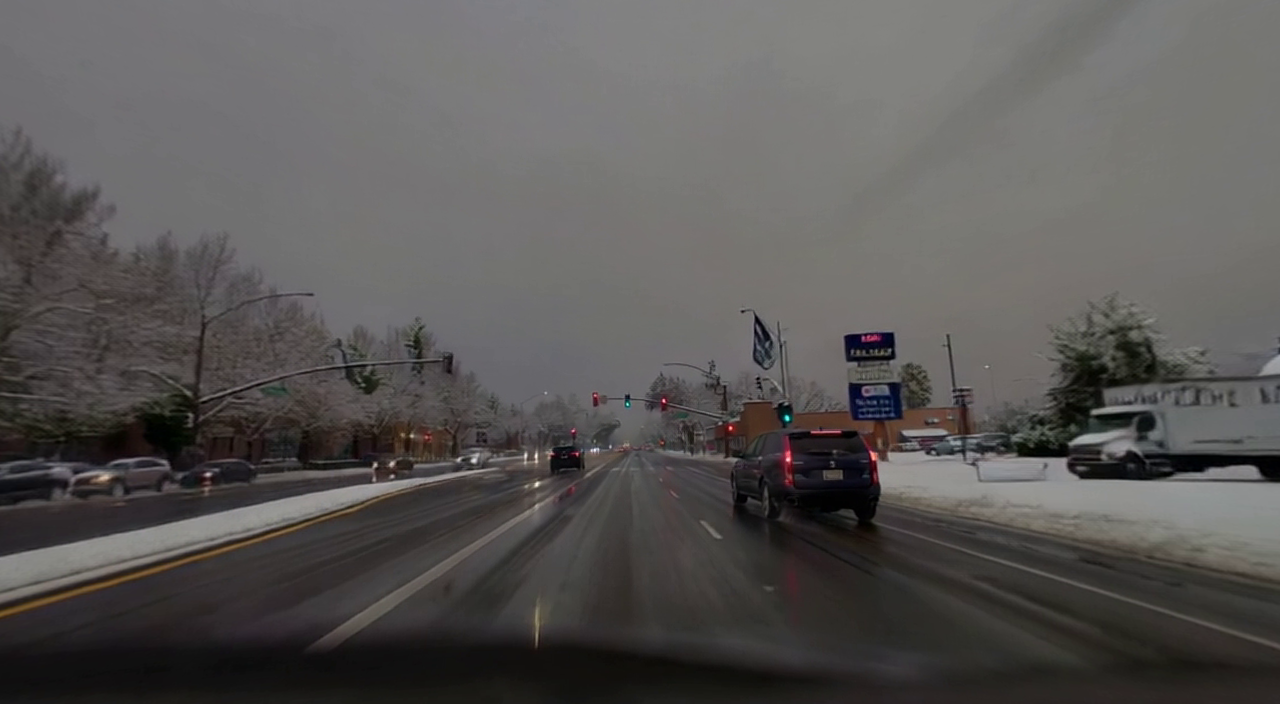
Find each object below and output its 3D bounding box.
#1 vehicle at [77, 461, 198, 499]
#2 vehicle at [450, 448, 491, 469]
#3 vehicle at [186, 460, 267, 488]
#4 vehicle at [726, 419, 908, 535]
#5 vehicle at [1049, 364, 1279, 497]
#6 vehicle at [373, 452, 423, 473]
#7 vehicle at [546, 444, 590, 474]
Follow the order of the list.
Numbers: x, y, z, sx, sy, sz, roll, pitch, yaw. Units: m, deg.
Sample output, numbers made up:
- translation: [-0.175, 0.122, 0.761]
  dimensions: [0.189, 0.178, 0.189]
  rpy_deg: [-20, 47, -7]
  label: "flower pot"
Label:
- translation: [-23.237, 5.887, 29.503]
  dimensions: [1.997, 1.434, 4.569]
  rpy_deg: [-2, -9, -1]
  label: "vehicle"
- translation: [-13.176, 8.276, 49.330]
  dimensions: [1.963, 1.545, 4.320]
  rpy_deg: [0, -9, 0]
  label: "vehicle"
- translation: [-23.369, 6.882, 35.875]
  dimensions: [1.752, 1.430, 4.078]
  rpy_deg: [-1, -9, 2]
  label: "vehicle"
- translation: [2.950, 2.201, 11.677]
  dimensions: [1.982, 1.711, 4.276]
  rpy_deg: [0, -9, -2]
  label: "vehicle"
- translation: [15.281, 2.096, 16.753]
  dimensions: [6.704, 3.194, 2.704]
  rpy_deg: [-1, -9, 4]
  label: "vehicle"
- translation: [-19.041, 8.689, 49.900]
  dimensions: [2.056, 1.504, 4.787]
  rpy_deg: [0, -9, 0]
  label: "vehicle"
- translation: [-3.874, 5.818, 34.582]
  dimensions: [2.034, 1.498, 3.995]
  rpy_deg: [0, -9, -1]
  label: "vehicle"
